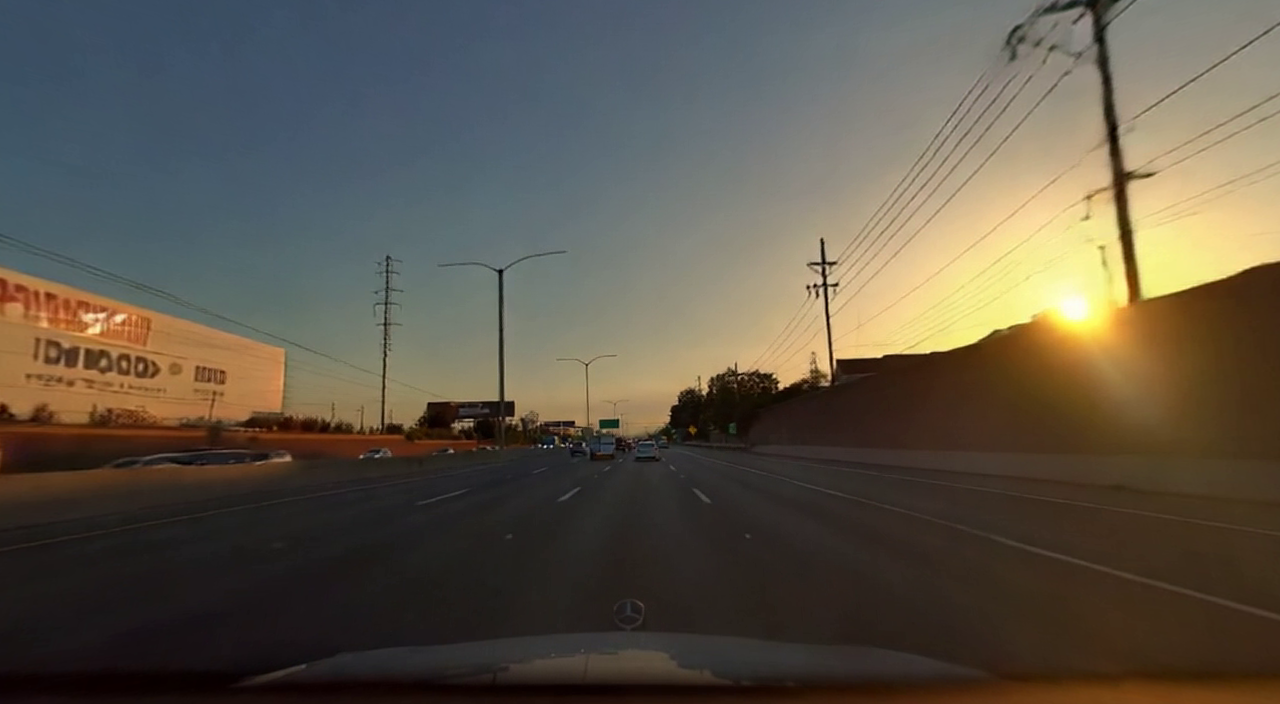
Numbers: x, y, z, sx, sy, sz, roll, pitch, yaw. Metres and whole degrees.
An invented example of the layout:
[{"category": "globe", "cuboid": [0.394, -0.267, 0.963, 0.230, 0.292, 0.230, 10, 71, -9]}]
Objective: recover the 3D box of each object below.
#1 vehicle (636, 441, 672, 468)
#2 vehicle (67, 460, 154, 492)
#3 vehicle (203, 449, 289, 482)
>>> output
[{"category": "vehicle", "cuboid": [0.752, 5.846, 36.267, 1.891, 1.444, 3.968, -1, -8, 0]}, {"category": "vehicle", "cuboid": [-26.788, 6.260, 32.035, 1.522, 1.356, 3.346, -1, -8, 0]}, {"category": "vehicle", "cuboid": [-20.205, 5.805, 32.516, 1.865, 1.501, 3.752, -1, -8, 3]}]
